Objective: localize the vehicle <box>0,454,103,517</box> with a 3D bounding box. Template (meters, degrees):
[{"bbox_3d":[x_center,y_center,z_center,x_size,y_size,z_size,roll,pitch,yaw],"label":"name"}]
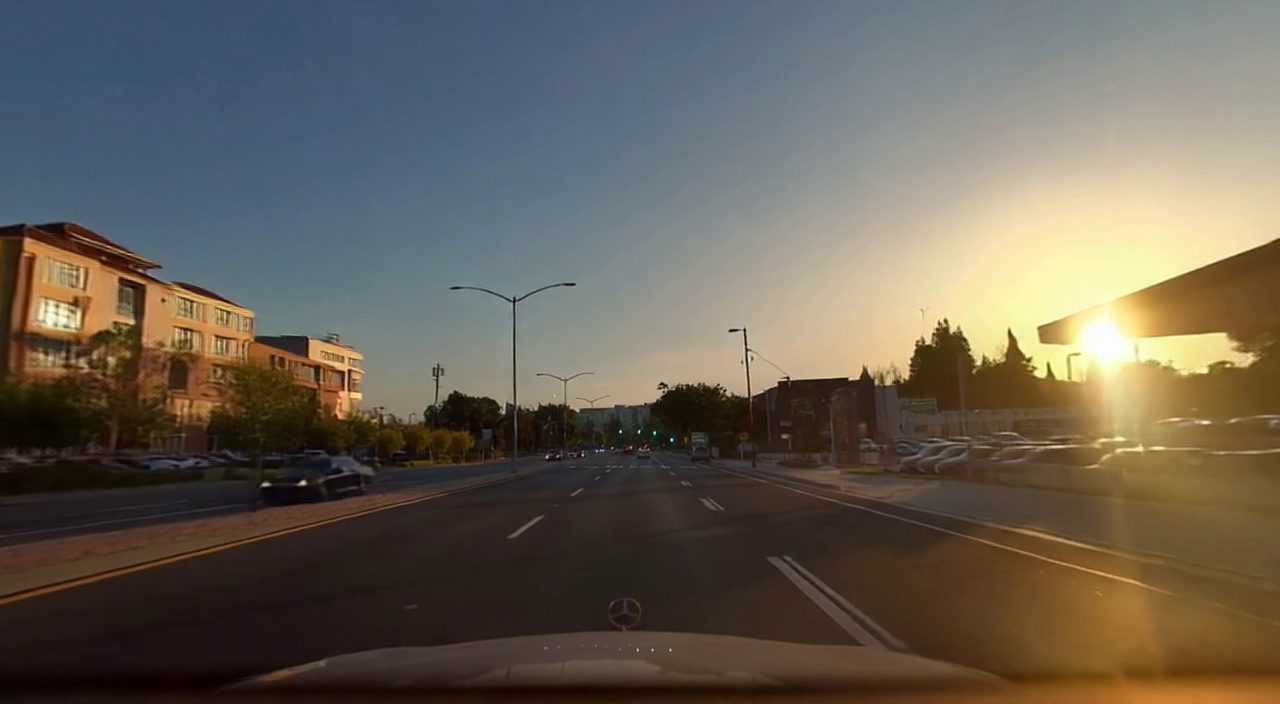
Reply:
[{"bbox_3d":[-20.072,4.161,19.766,2.218,1.788,4.604,0,-9,0],"label":"vehicle"}]

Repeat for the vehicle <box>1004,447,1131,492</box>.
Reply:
[{"bbox_3d":[16.565,4.479,24.317,4.313,1.584,2.282,5,-10,-29],"label":"vehicle"}]

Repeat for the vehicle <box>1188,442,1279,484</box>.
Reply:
[{"bbox_3d":[27.303,4.835,27.500,4.478,1.746,2.159,0,-9,-1],"label":"vehicle"}]

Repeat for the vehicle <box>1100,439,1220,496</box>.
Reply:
[{"bbox_3d":[18.588,4.064,22.424,3.754,1.844,2.002,5,-10,-31],"label":"vehicle"}]

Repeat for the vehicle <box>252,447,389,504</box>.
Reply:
[{"bbox_3d":[-9.359,3.614,18.879,1.880,1.461,4.446,0,-9,-2],"label":"vehicle"}]
